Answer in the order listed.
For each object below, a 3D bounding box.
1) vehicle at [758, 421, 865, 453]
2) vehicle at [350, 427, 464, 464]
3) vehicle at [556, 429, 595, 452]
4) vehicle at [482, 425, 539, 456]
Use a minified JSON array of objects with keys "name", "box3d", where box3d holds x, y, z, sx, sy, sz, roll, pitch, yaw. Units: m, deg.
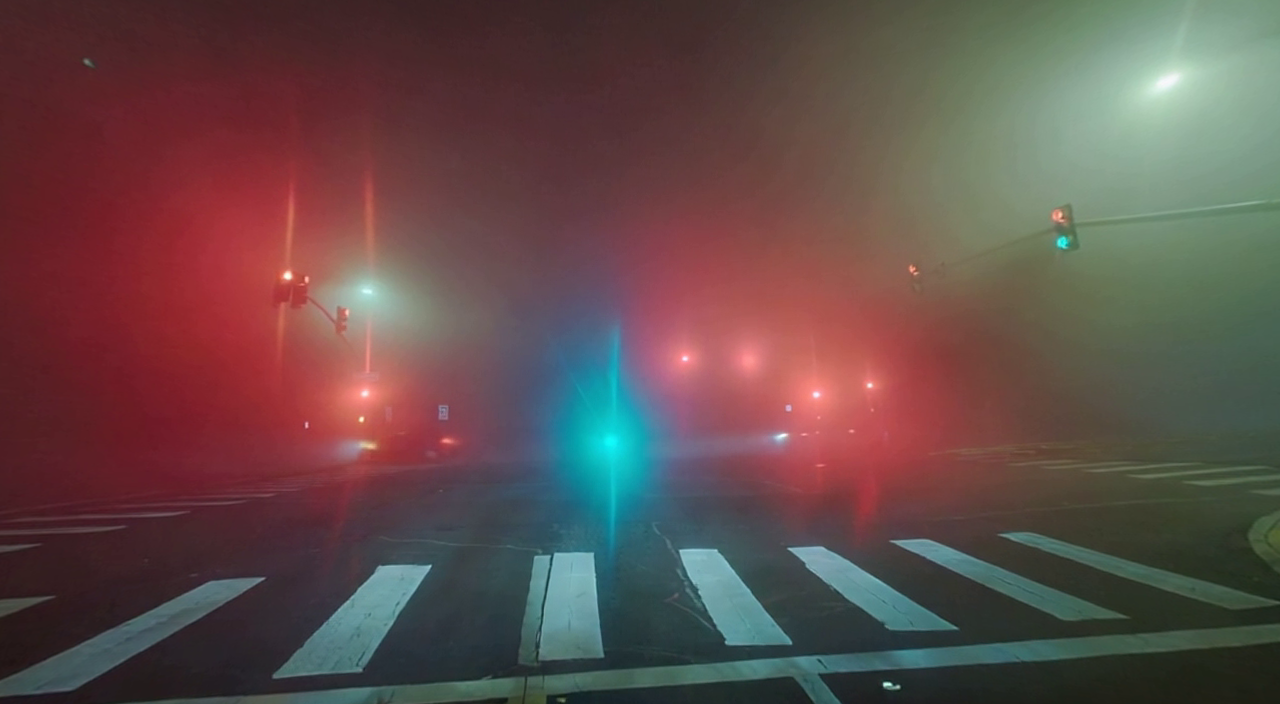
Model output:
[{"name":"vehicle","box3d":[8.135,4.080,30.113,4.510,1.431,1.884,1,-9,-8]},{"name":"vehicle","box3d":[-10.235,4.137,27.999,4.407,1.569,1.859,1,-9,-8]},{"name":"vehicle","box3d":[-4.388,6.168,43.773,1.919,1.467,4.086,-1,-9,5]},{"name":"vehicle","box3d":[-8.298,5.741,40.899,2.000,1.864,5.044,-1,-9,8]}]
